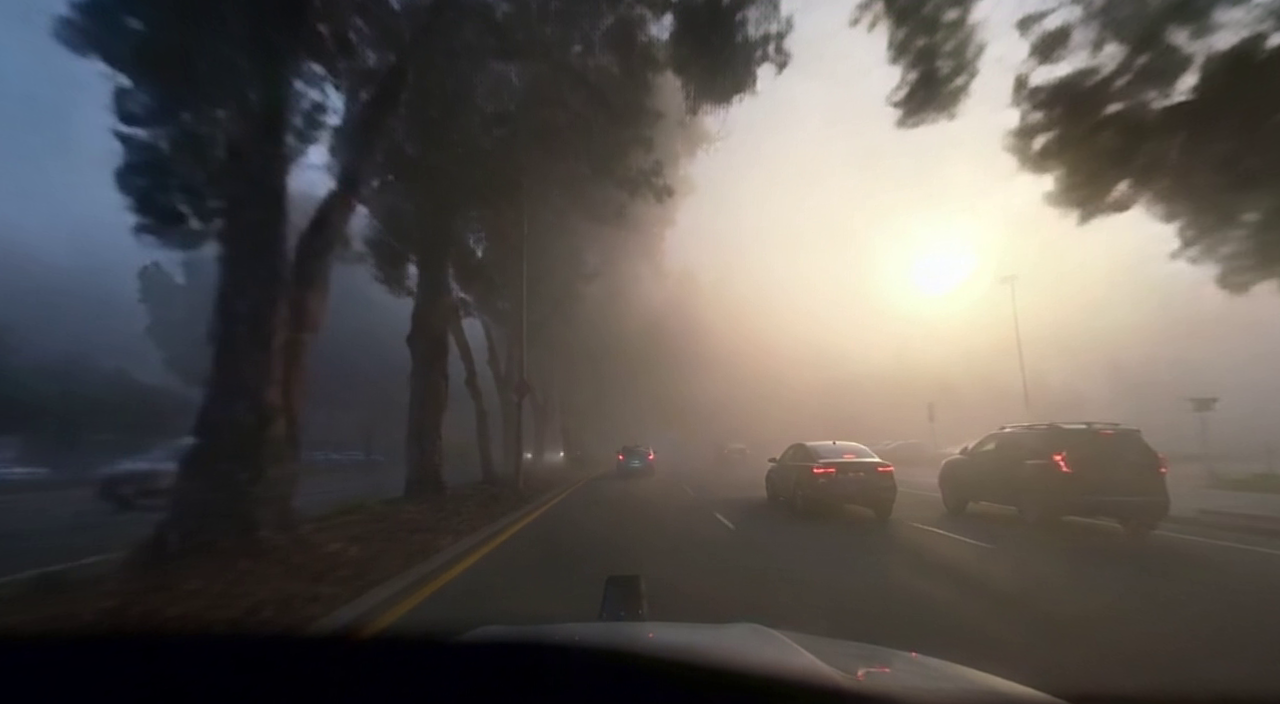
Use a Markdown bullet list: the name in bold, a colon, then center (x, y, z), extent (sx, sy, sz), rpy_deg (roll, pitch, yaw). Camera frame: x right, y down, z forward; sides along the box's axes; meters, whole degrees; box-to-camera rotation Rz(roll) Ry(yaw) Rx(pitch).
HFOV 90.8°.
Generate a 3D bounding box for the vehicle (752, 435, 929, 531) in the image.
- **vehicle**: center (3.481, 2.341, 11.911), extent (1.858, 1.466, 4.230), rpy_deg (0, -9, -1)

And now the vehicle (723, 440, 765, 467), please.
- **vehicle**: center (7.200, 7.054, 44.051), extent (2.068, 1.779, 4.567), rpy_deg (0, -9, -1)

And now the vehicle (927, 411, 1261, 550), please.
- **vehicle**: center (7.038, 2.030, 10.667), extent (2.134, 1.810, 4.590), rpy_deg (0, -9, -1)

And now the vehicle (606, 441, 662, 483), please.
- **vehicle**: center (-0.208, 4.192, 24.347), extent (1.994, 1.479, 3.647), rpy_deg (0, -9, 0)

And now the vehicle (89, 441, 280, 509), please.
- **vehicle**: center (-12.607, 3.392, 17.958), extent (1.973, 1.674, 4.492), rpy_deg (0, -9, 2)
